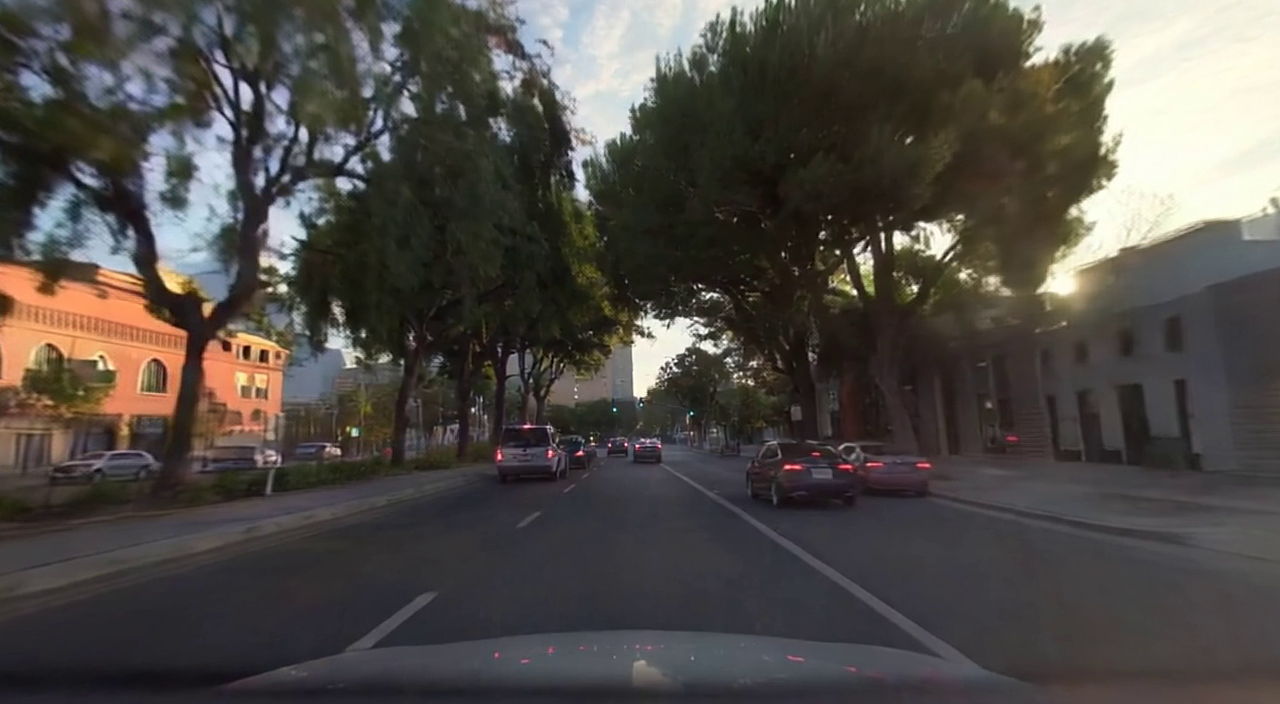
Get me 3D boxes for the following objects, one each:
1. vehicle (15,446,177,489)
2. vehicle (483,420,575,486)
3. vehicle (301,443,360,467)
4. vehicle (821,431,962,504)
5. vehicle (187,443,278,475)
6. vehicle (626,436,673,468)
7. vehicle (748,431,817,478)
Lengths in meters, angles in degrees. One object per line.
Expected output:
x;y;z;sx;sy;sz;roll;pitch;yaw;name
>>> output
-22.073;4.675;26.021;2.111;1.554;5.163;0;-8;0;vehicle
-3.606;3.401;21.502;2.223;1.957;4.845;0;-8;0;vehicle
-22.558;7.524;46.255;2.148;1.607;4.428;0;-8;-1;vehicle
6.579;3.057;17.094;2.164;1.727;3.955;0;-8;0;vehicle
-22.342;5.878;34.876;1.910;1.632;4.624;0;-8;0;vehicle
0.416;5.317;33.651;2.201;1.589;3.843;0;-9;-4;vehicle
6.308;4.598;28.491;1.997;1.943;4.409;0;-8;-1;vehicle
